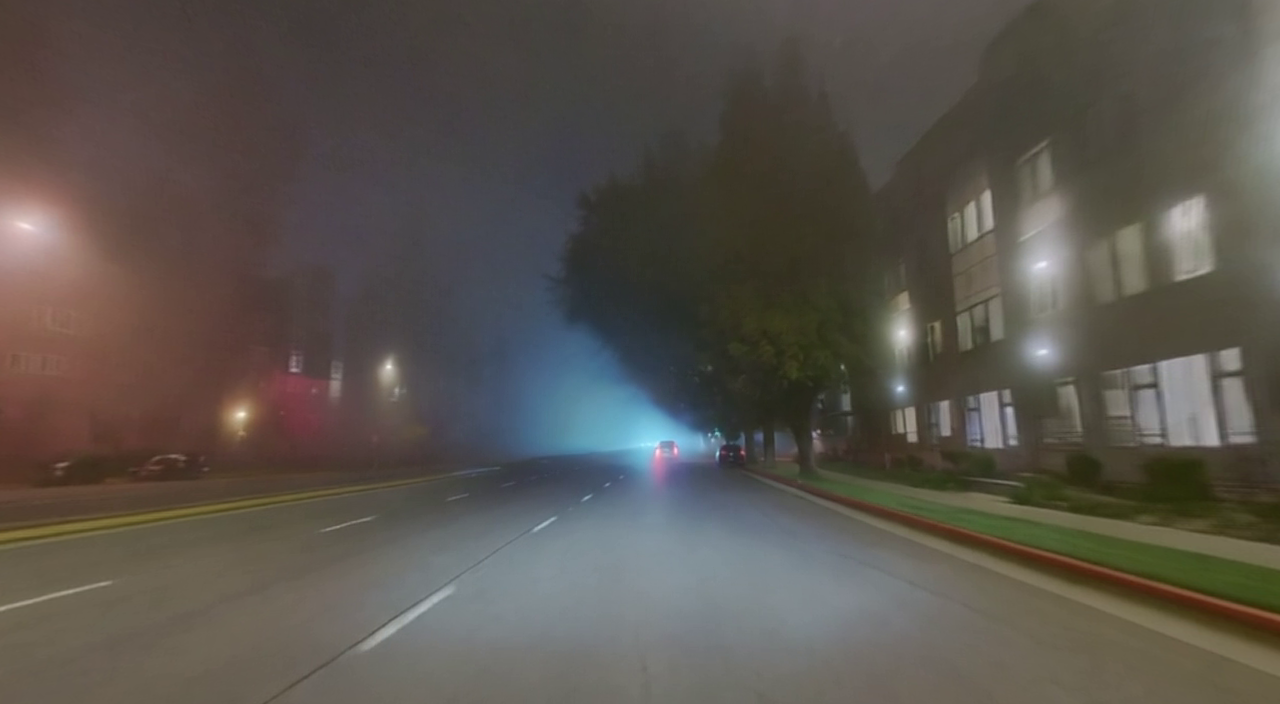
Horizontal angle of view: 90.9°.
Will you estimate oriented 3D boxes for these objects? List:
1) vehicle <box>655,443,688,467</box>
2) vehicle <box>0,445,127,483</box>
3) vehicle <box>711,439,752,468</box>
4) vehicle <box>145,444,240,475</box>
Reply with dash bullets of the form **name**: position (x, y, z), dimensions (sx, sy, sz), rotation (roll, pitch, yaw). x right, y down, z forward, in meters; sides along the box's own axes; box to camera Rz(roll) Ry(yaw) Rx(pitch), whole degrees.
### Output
- **vehicle**: position (1.917, 6.193, 38.088), dimensions (1.871, 1.370, 4.206), rotation (-1, -8, 3)
- **vehicle**: position (-24.834, 4.720, 26.887), dimensions (1.814, 1.484, 4.474), rotation (-1, -9, 6)
- **vehicle**: position (5.642, 6.320, 39.493), dimensions (2.121, 1.659, 4.675), rotation (-1, -9, 3)
- **vehicle**: position (-24.200, 5.823, 34.303), dimensions (1.841, 1.493, 4.335), rotation (-2, -9, 3)
